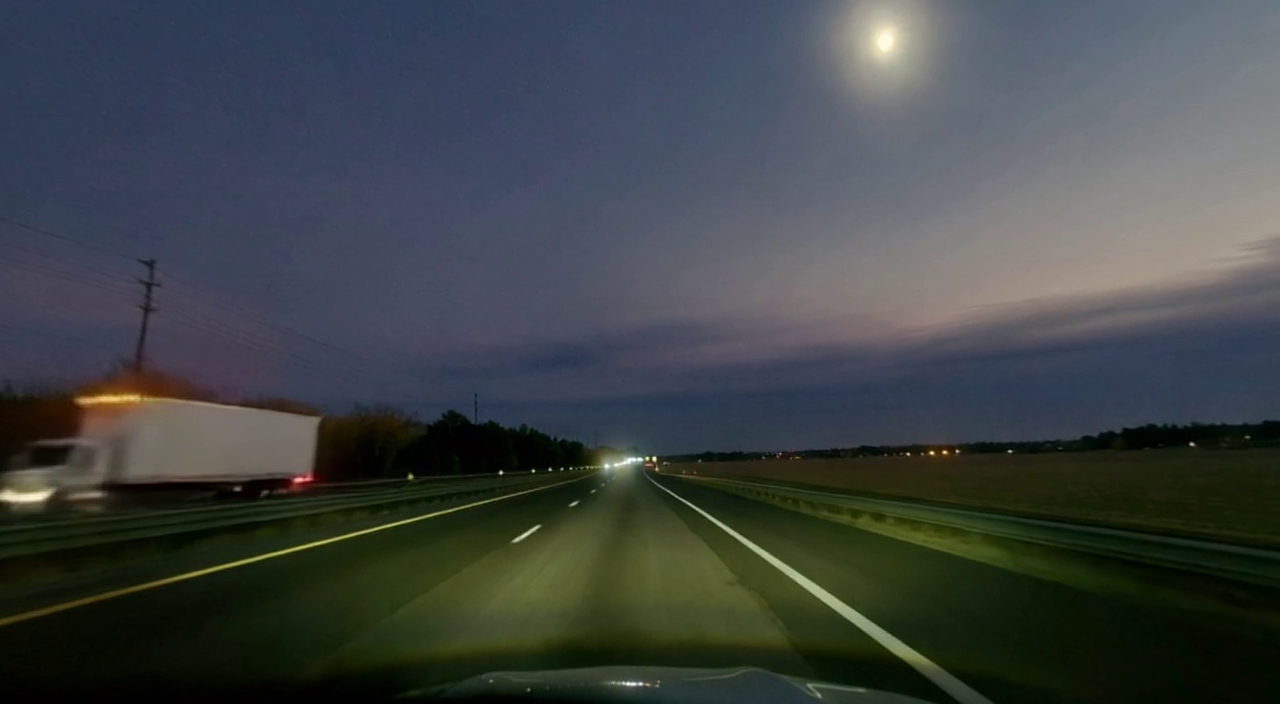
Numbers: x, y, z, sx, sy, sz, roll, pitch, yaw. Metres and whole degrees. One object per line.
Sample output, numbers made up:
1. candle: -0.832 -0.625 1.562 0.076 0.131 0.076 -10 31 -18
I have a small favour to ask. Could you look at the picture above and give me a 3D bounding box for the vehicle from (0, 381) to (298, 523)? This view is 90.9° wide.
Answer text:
1. vehicle: -16.406 3.570 21.922 2.932 3.708 10.622 1 -10 0
